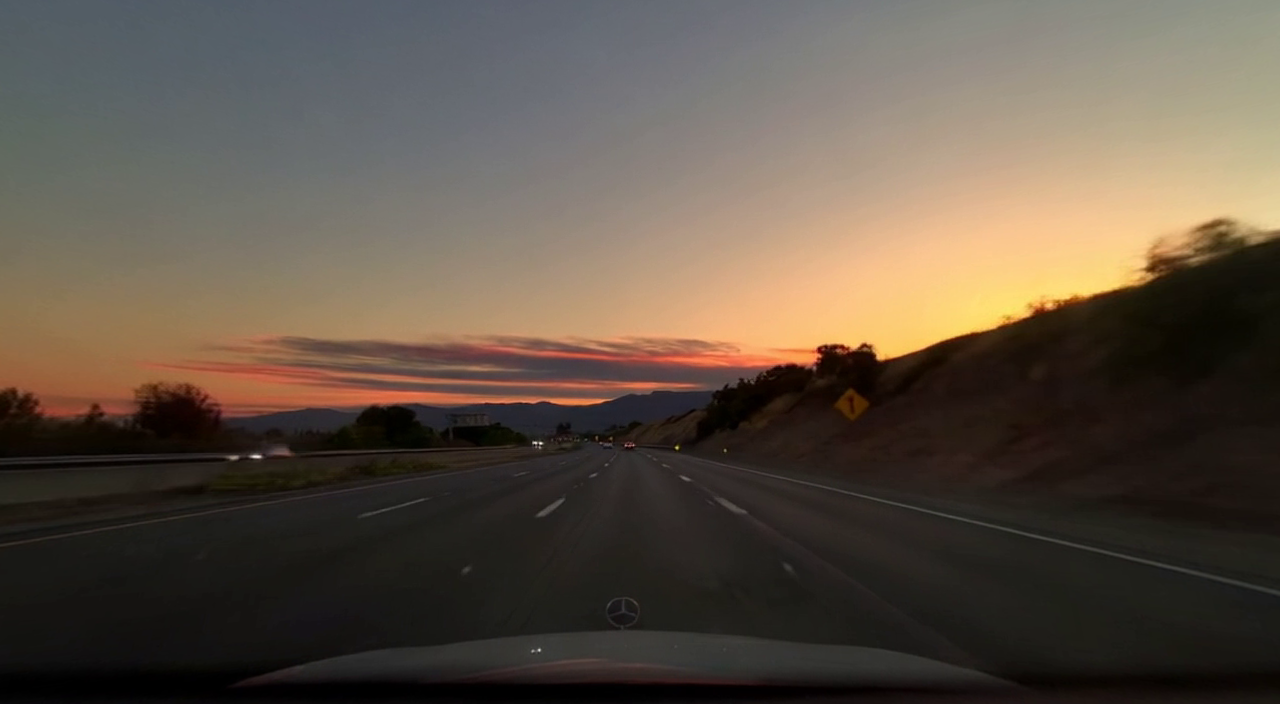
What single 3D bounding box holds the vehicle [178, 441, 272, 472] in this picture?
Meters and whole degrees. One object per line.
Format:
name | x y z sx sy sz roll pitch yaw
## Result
vehicle | -21.503 5.437 32.905 1.918 1.480 4.309 0 -9 1
